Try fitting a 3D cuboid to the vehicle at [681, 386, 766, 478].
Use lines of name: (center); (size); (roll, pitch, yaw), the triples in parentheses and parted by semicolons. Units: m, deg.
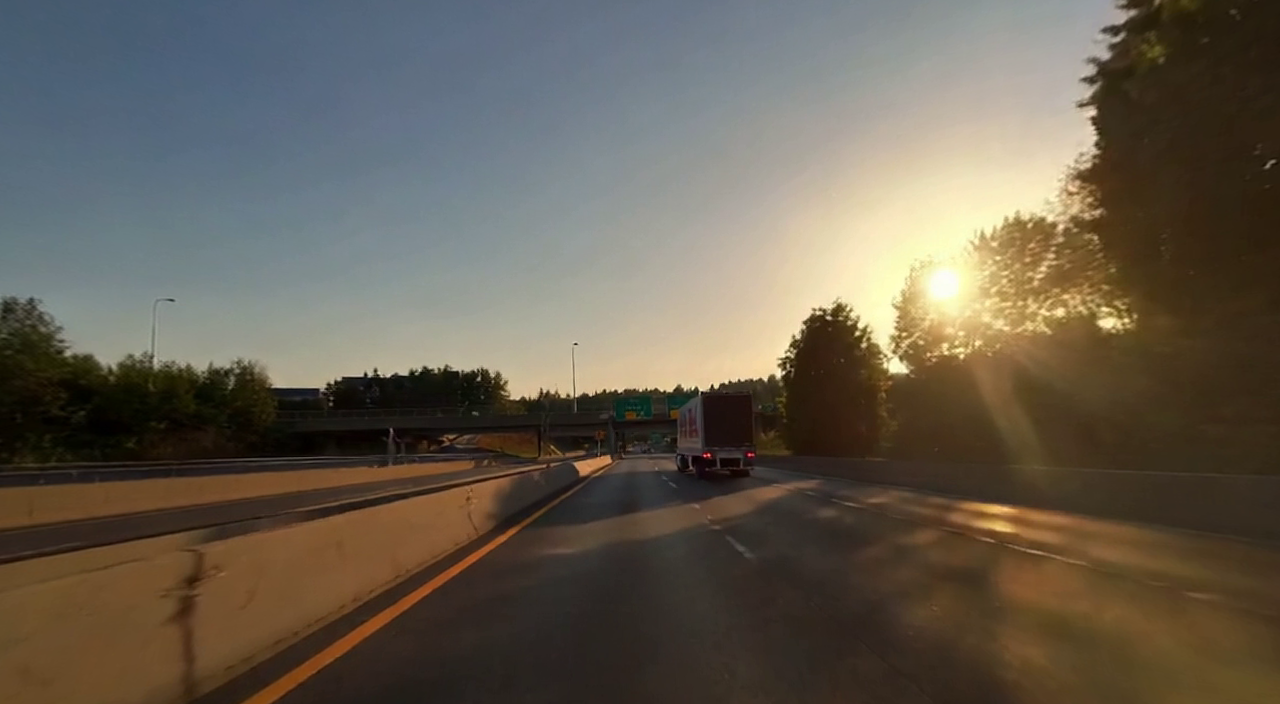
vehicle: (3.966, 4.155, 31.904); (2.879, 4.075, 8.126); (0, -9, -2)
